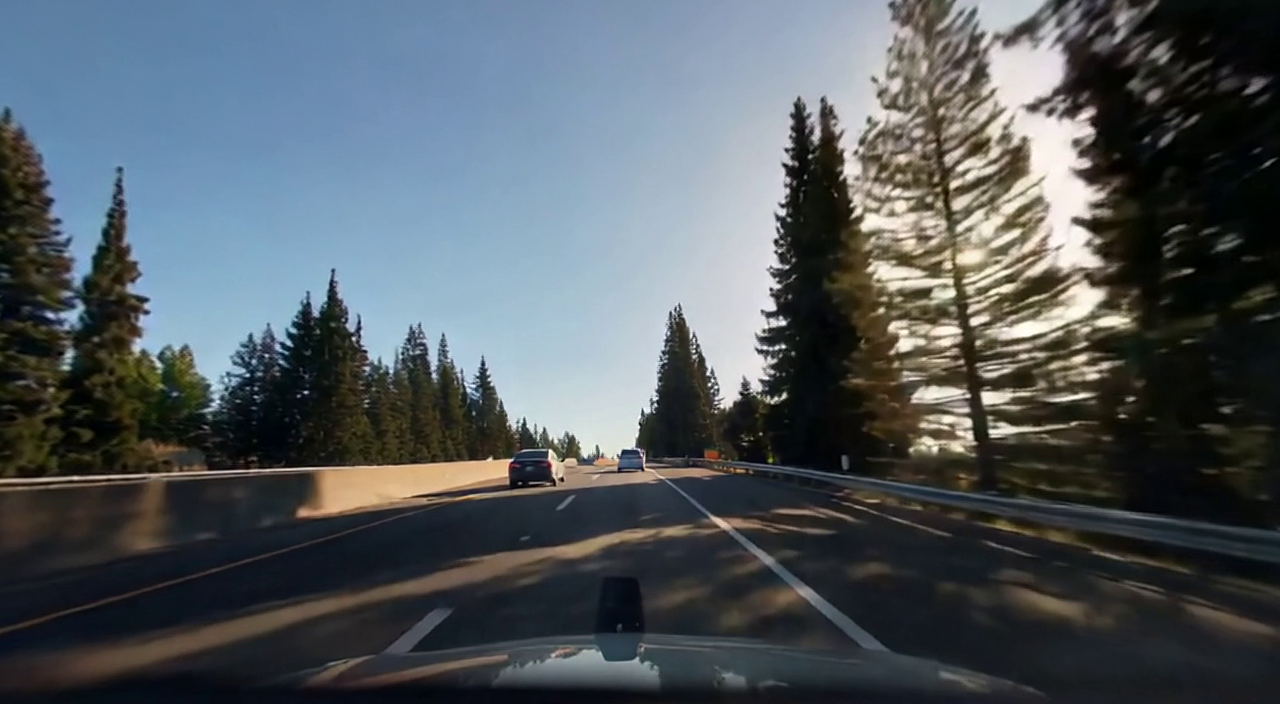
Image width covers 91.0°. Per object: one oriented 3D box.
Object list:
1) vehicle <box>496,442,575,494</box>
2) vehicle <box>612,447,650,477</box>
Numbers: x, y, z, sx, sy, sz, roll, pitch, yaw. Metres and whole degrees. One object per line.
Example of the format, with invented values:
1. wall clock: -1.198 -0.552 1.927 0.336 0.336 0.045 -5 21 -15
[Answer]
1. vehicle: -3.813 4.339 23.846 2.130 1.741 4.665 0 -9 0
2. vehicle: -0.541 6.564 37.698 2.130 1.684 3.826 0 -9 -1
